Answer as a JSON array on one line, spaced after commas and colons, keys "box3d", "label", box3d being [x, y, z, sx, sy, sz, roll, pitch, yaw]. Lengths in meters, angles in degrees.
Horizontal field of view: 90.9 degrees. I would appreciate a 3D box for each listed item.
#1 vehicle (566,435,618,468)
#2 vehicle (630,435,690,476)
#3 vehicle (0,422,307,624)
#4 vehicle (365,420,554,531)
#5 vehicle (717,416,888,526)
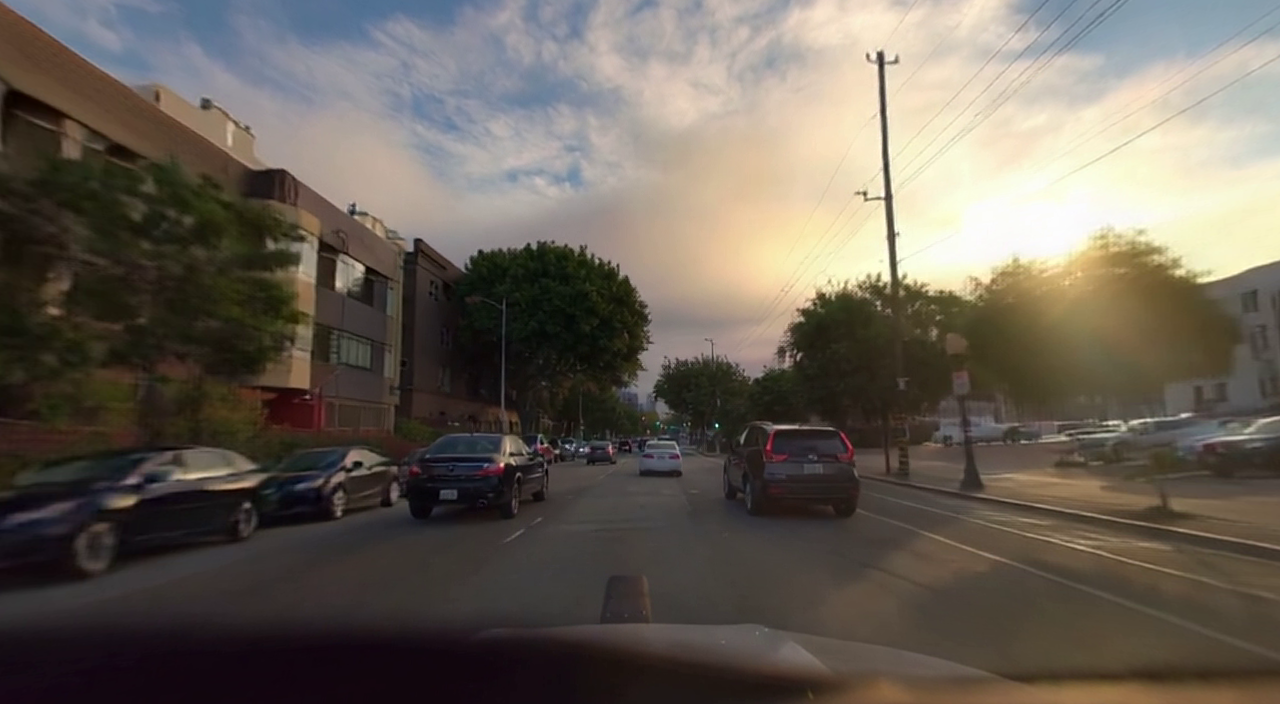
[{"box3d": [-2.305, 4.893, 31.421, 2.019, 1.507, 4.643, 0, -8, 2], "label": "vehicle"}, {"box3d": [0.741, 3.988, 24.656, 2.139, 1.466, 4.373, 0, -8, 1], "label": "vehicle"}, {"box3d": [-5.798, 1.593, 6.981, 1.869, 1.516, 4.351, 0, -8, 0], "label": "vehicle"}, {"box3d": [-2.941, 2.087, 11.318, 2.085, 1.619, 3.976, 0, -8, 2], "label": "vehicle"}, {"box3d": [2.805, 2.152, 12.080, 2.094, 1.709, 4.394, 0, -8, 0], "label": "vehicle"}]
